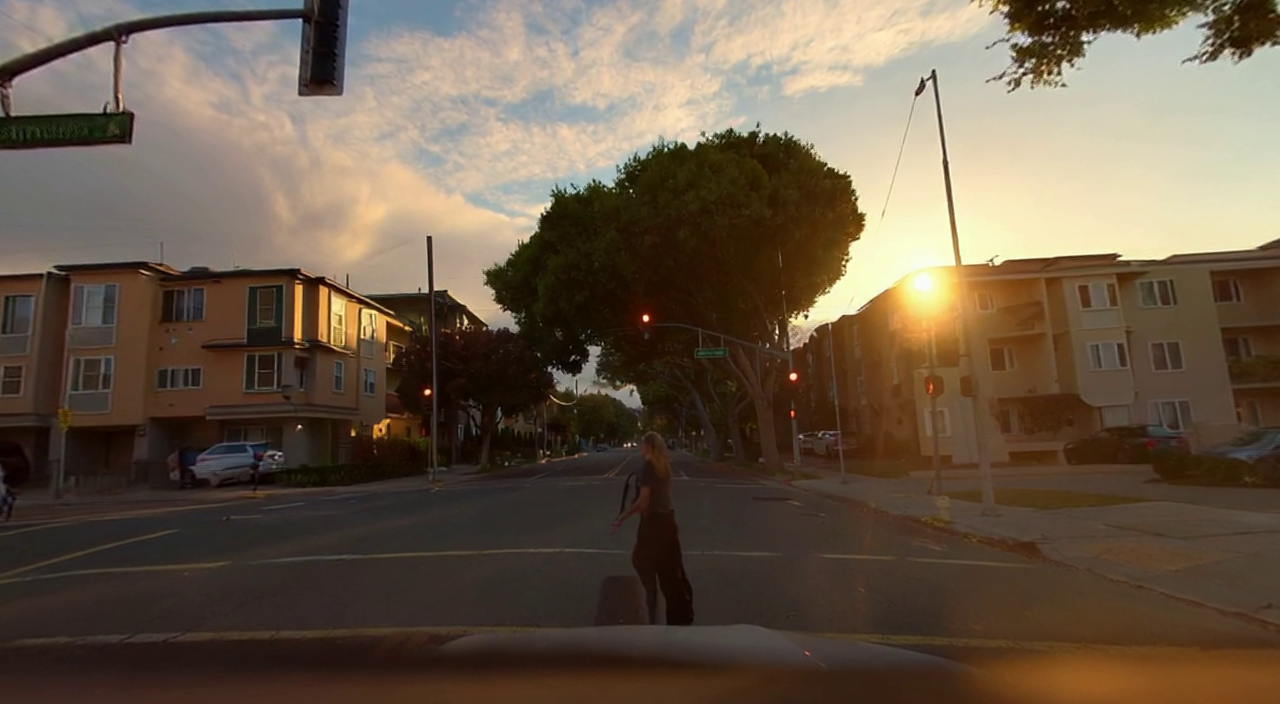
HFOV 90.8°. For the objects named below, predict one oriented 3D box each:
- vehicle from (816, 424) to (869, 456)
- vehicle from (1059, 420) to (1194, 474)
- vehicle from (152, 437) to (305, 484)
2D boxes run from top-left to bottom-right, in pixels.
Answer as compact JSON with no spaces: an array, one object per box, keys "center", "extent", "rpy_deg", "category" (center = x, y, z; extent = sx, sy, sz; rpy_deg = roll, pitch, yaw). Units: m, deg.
[{"center":[11.538,5.066,36.212],"extent":[1.950,1.714,4.245],"rpy_deg":[-1,-9,5],"category":"vehicle"},{"center":[17.074,3.364,22.468],"extent":[2.013,1.722,4.007],"rpy_deg":[-2,-9,9],"category":"vehicle"},{"center":[-18.977,5.000,29.423],"extent":[5.468,1.854,2.283],"rpy_deg":[-2,-8,-5],"category":"vehicle"}]
